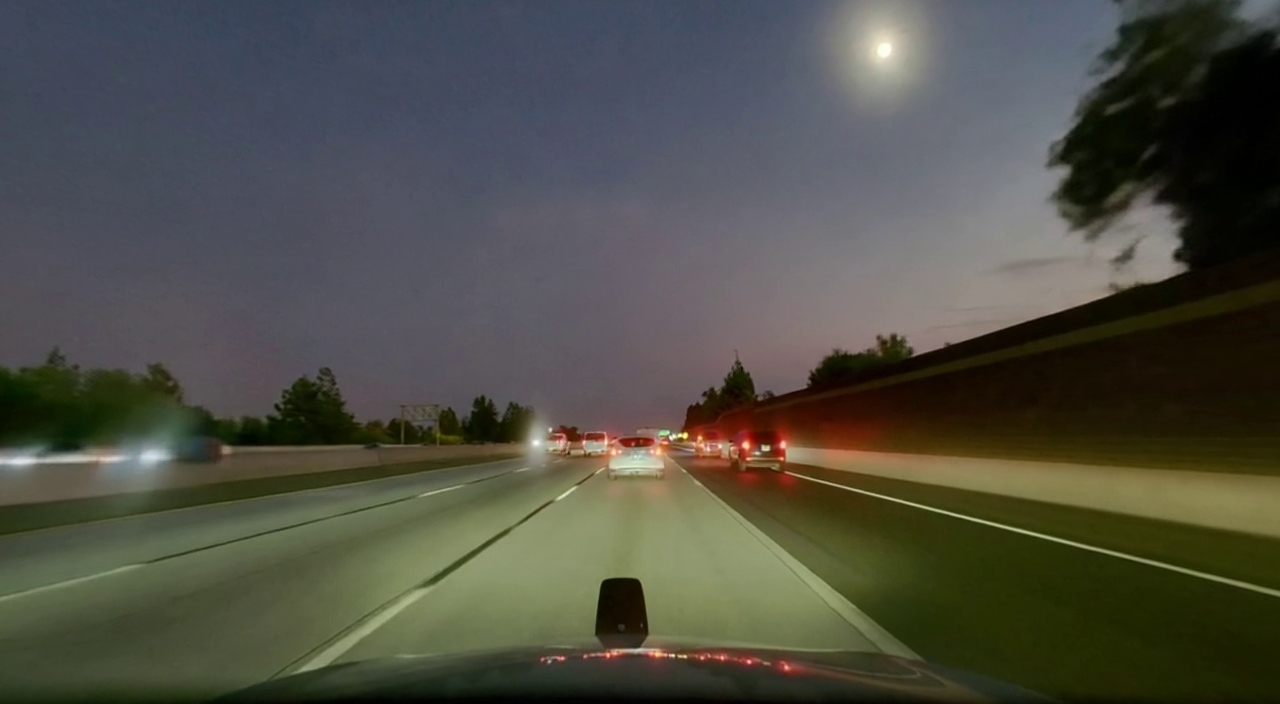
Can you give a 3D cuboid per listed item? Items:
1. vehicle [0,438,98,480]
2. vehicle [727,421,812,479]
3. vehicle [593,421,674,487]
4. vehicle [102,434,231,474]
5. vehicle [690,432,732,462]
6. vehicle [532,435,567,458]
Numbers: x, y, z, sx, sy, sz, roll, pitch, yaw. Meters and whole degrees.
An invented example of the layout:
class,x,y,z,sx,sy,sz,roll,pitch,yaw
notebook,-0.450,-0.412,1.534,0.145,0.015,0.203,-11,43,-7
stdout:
class,x,y,z,sx,sy,sz,roll,pitch,yaw
vehicle,-29.231,5.013,29.802,2.136,1.808,5.688,0,-9,0
vehicle,4.439,3.456,22.275,2.017,1.847,4.299,0,-9,-1
vehicle,-0.171,3.124,19.483,2.233,1.804,4.273,0,-9,0
vehicle,-21.861,4.735,29.462,2.109,1.685,5.009,0,-9,1
vehicle,4.133,5.605,37.311,2.001,1.651,3.916,0,-9,0
vehicle,-7.017,7.381,49.111,2.024,1.706,4.249,0,-9,1
